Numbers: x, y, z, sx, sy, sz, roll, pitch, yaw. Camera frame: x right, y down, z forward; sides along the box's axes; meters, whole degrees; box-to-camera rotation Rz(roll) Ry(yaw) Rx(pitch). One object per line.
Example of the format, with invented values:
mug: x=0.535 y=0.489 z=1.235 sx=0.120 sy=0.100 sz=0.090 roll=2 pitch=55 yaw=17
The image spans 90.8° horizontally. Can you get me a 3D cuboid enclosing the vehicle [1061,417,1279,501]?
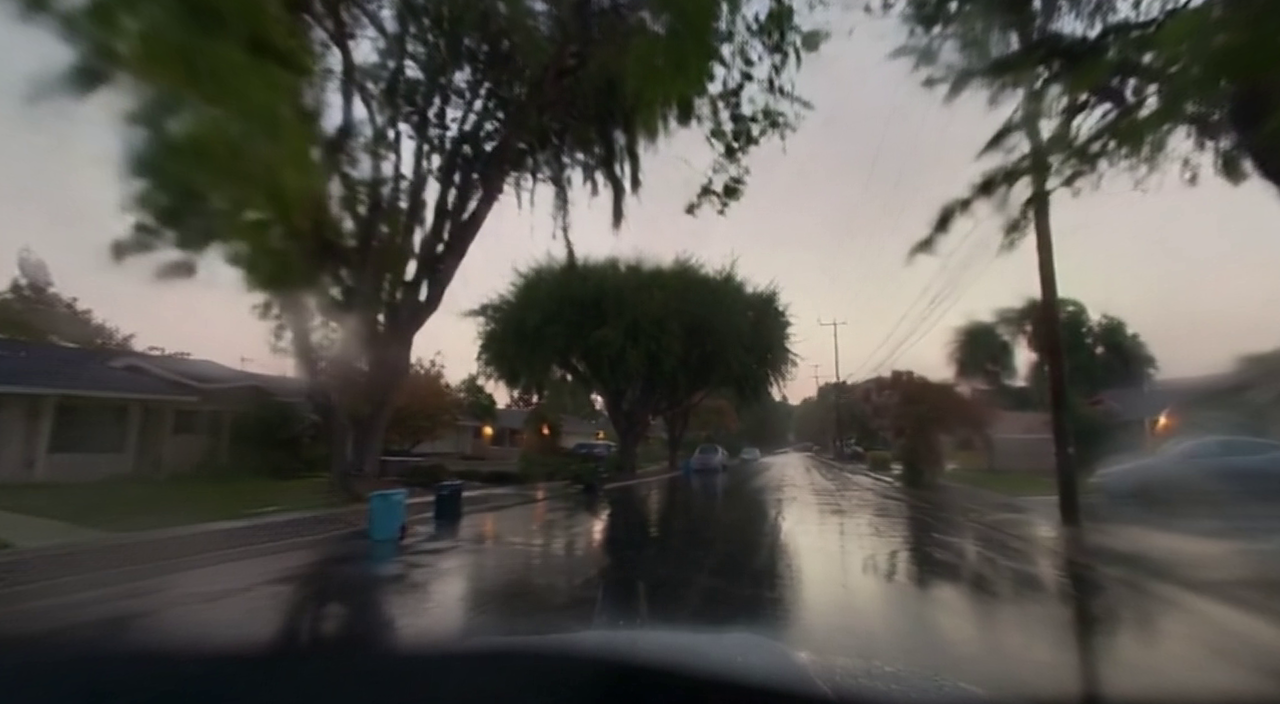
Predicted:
vehicle: x=14.158 y=2.603 z=15.615 sx=5.693 sy=1.886 sz=2.235 roll=-2 pitch=-9 yaw=14

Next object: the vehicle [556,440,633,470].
vehicle: x=-3.192 y=7.301 z=45.002 sx=5.033 sy=1.997 sz=2.126 roll=-2 pitch=-8 yaw=12
